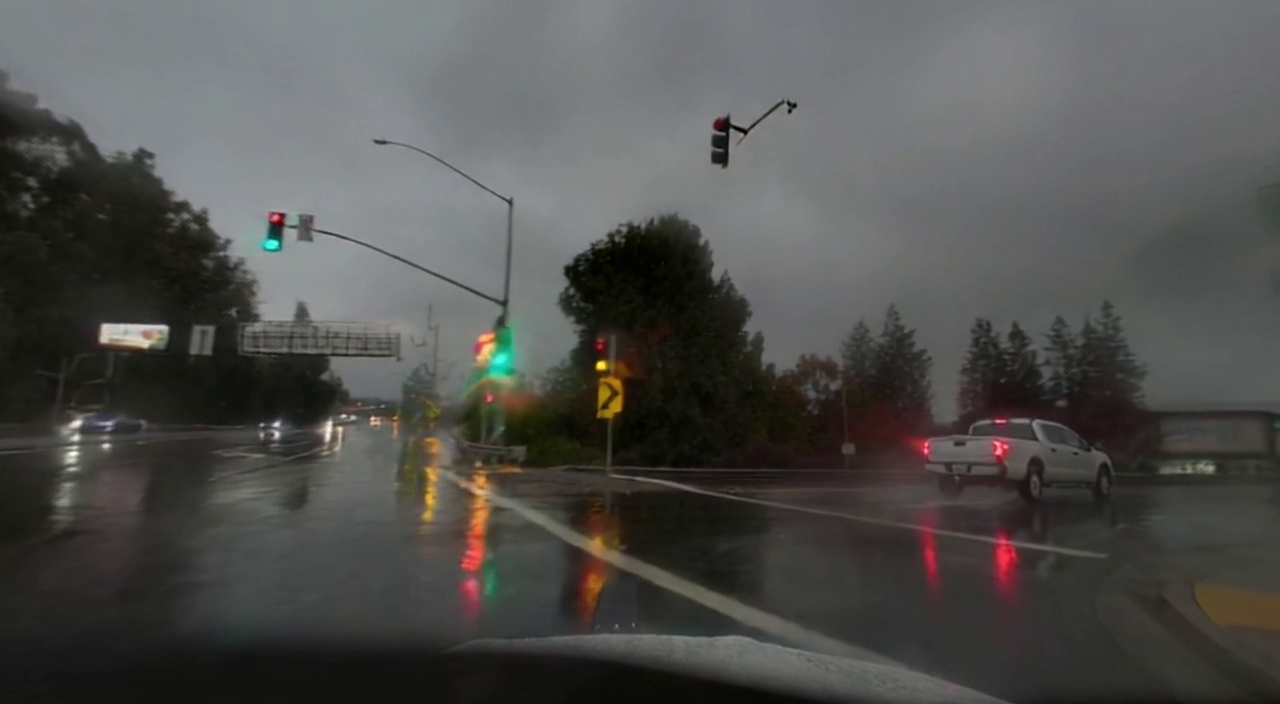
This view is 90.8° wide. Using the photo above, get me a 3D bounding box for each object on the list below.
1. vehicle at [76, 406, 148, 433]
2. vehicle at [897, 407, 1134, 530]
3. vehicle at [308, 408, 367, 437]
[{"bbox_3d":[-30.299,3.943,36.390,1.838,1.434,4.036,3,-8,-20],"label":"vehicle"},{"bbox_3d":[7.612,2.190,12.588,5.251,1.926,2.404,7,-10,-41],"label":"vehicle"},{"bbox_3d":[-16.712,3.994,35.172,2.004,1.482,4.799,2,-8,-14],"label":"vehicle"}]
